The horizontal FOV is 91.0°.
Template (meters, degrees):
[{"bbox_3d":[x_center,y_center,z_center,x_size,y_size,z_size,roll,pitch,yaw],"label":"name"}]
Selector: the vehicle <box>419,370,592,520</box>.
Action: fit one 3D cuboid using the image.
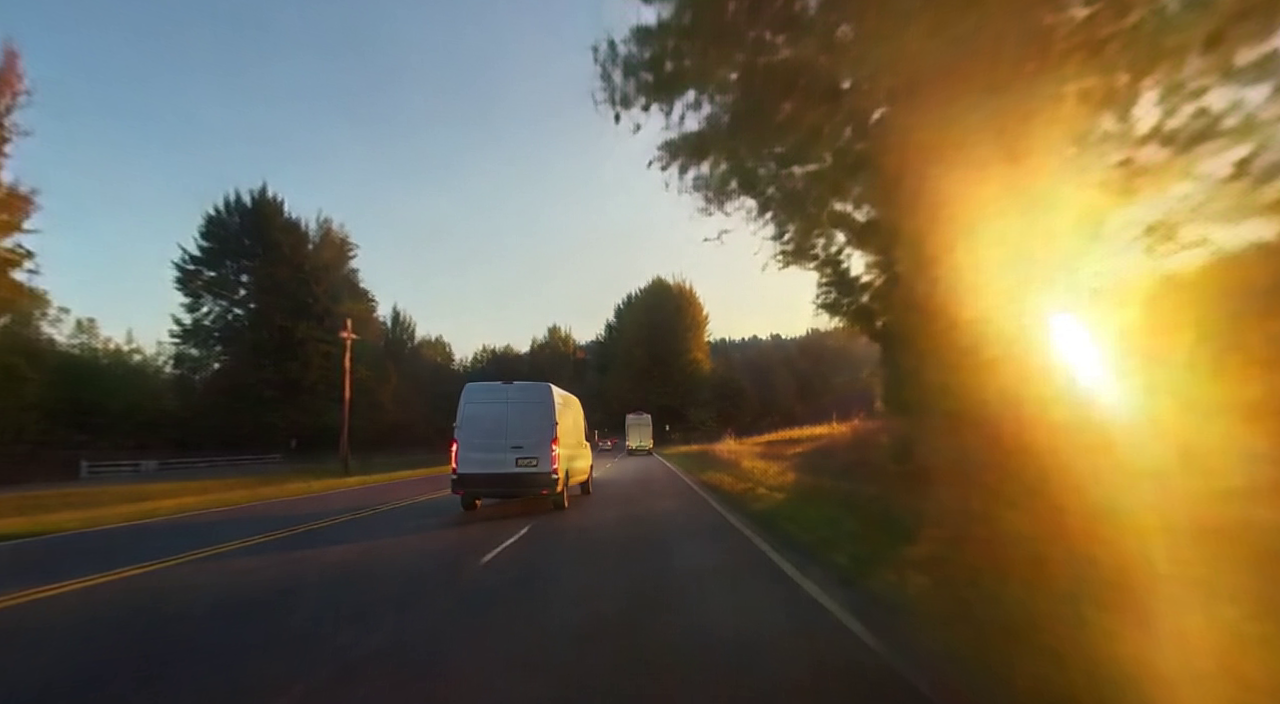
[{"bbox_3d":[-2.593,2.061,14.150,2.497,2.628,6.016,0,-8,0],"label":"vehicle"}]
